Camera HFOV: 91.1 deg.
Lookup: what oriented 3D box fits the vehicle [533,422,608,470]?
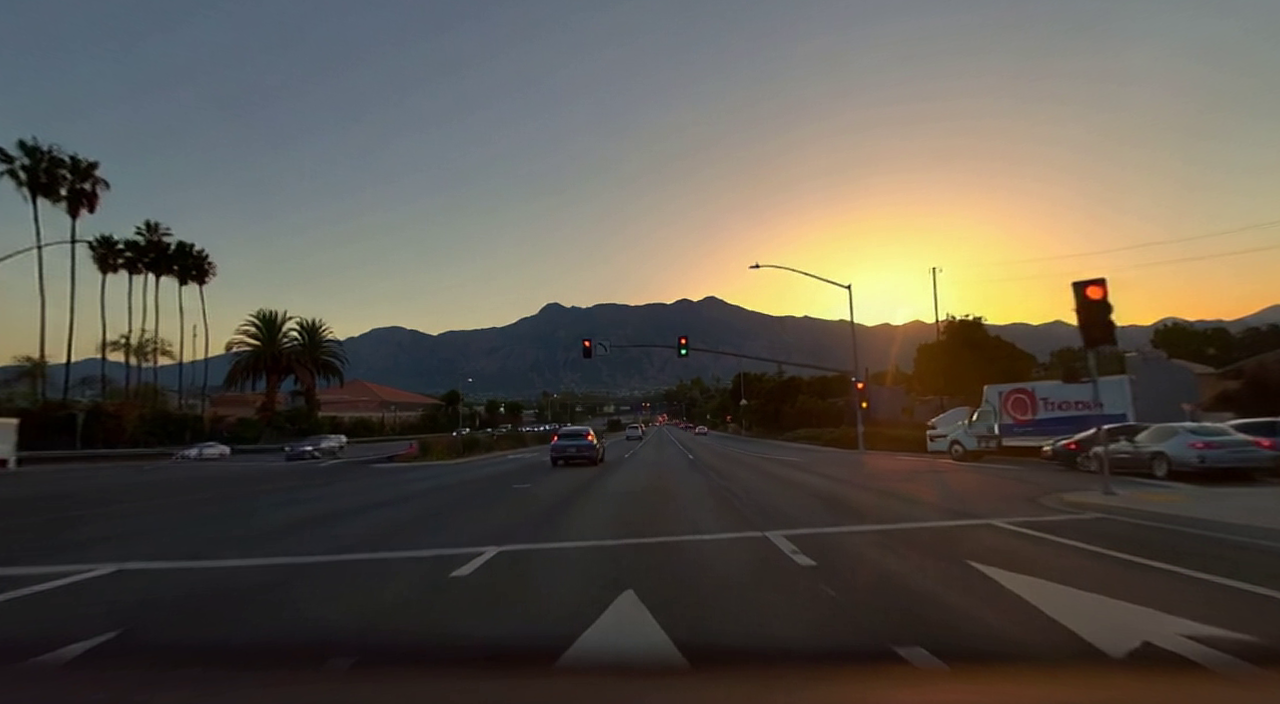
[{"bbox_3d":[-2.631,3.747,25.082,2.287,1.712,4.537,0,-9,3],"label":"vehicle"}]

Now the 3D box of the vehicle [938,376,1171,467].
[{"bbox_3d":[16.630,2.936,25.893,7.088,3.414,3.237,-2,-9,12],"label":"vehicle"}]

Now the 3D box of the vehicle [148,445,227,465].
[{"bbox_3d":[-35.820,8.179,49.886,1.874,1.505,4.935,-2,-9,14],"label":"vehicle"}]

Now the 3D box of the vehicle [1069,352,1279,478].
[{"bbox_3d":[18.334,2.169,20.945,5.512,3.865,3.002,-1,-9,3],"label":"vehicle"}]

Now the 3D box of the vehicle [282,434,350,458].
[{"bbox_3d":[-22.372,6.519,43.553,2.060,1.537,4.524,-1,-9,4],"label":"vehicle"}]
